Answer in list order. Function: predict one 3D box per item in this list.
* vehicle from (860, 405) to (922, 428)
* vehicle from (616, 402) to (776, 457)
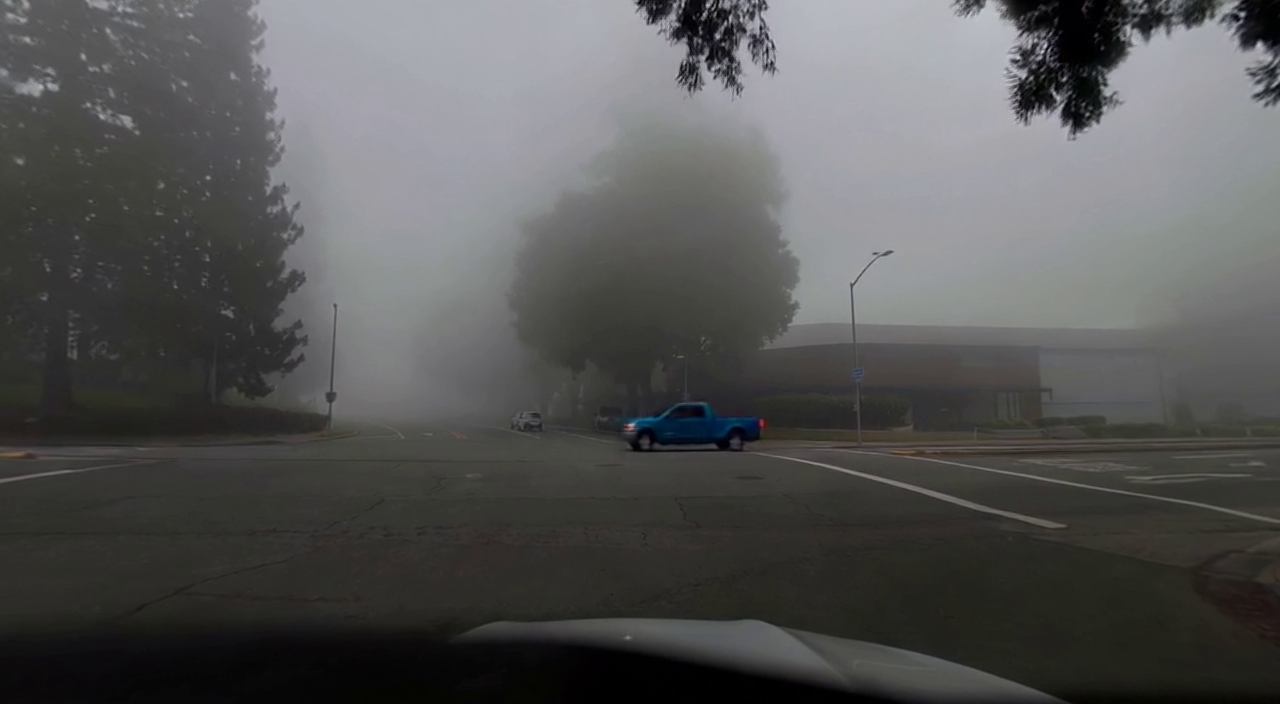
[{"bbox_3d":[18.350,4.741,45.842,4.674,1.483,1.745,5,-10,-33],"label":"vehicle"},{"bbox_3d":[1.989,2.834,22.754,5.333,1.837,2.124,2,-9,-17],"label":"vehicle"}]
